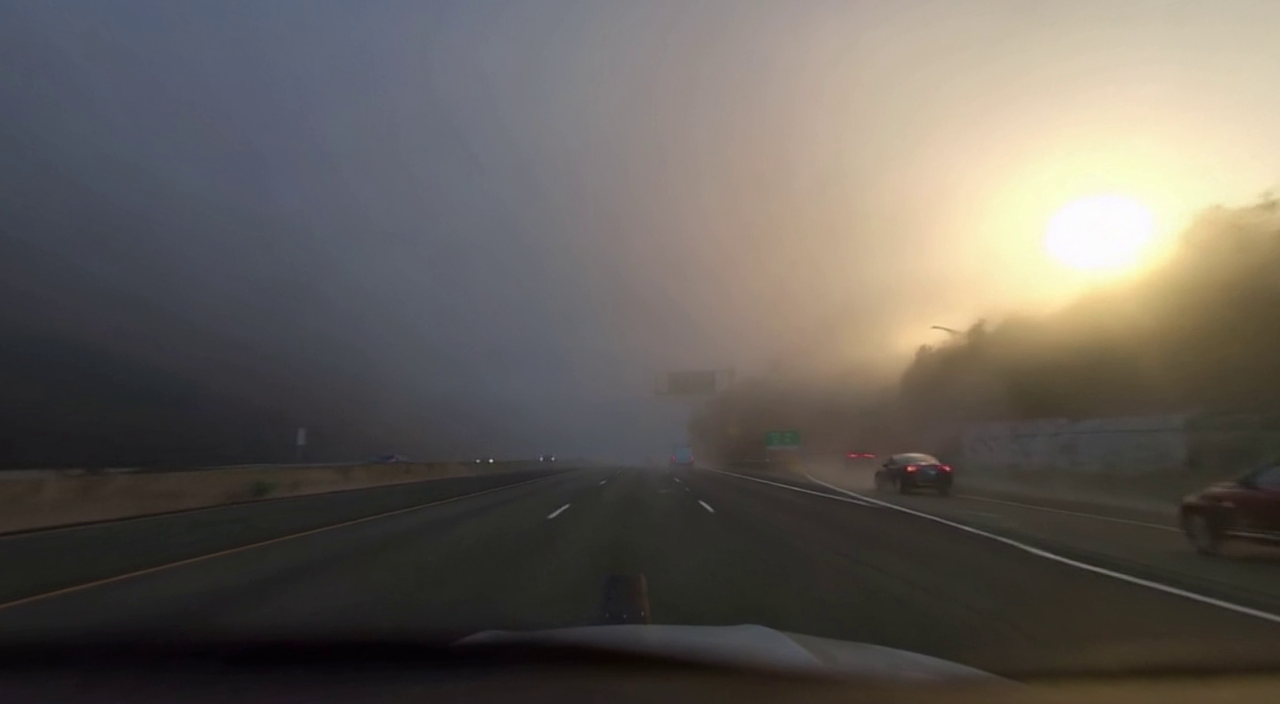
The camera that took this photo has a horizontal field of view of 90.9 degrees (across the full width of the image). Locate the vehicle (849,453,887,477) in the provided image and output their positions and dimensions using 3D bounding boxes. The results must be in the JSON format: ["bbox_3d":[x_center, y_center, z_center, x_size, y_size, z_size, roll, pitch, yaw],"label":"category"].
[{"bbox_3d":[15.983,7.832,44.012,2.008,1.534,3.912,-4,-10,26],"label":"vehicle"}]

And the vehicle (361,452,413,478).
[{"bbox_3d":[-16.811,7.513,42.031,1.852,1.576,3.972,0,-9,0],"label":"vehicle"}]

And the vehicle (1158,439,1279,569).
[{"bbox_3d":[8.415,1.677,6.747,1.907,1.495,4.517,0,-9,1],"label":"vehicle"}]

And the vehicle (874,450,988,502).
[{"bbox_3d":[9.159,3.903,20.294,1.842,1.475,4.479,-1,-9,5],"label":"vehicle"}]
